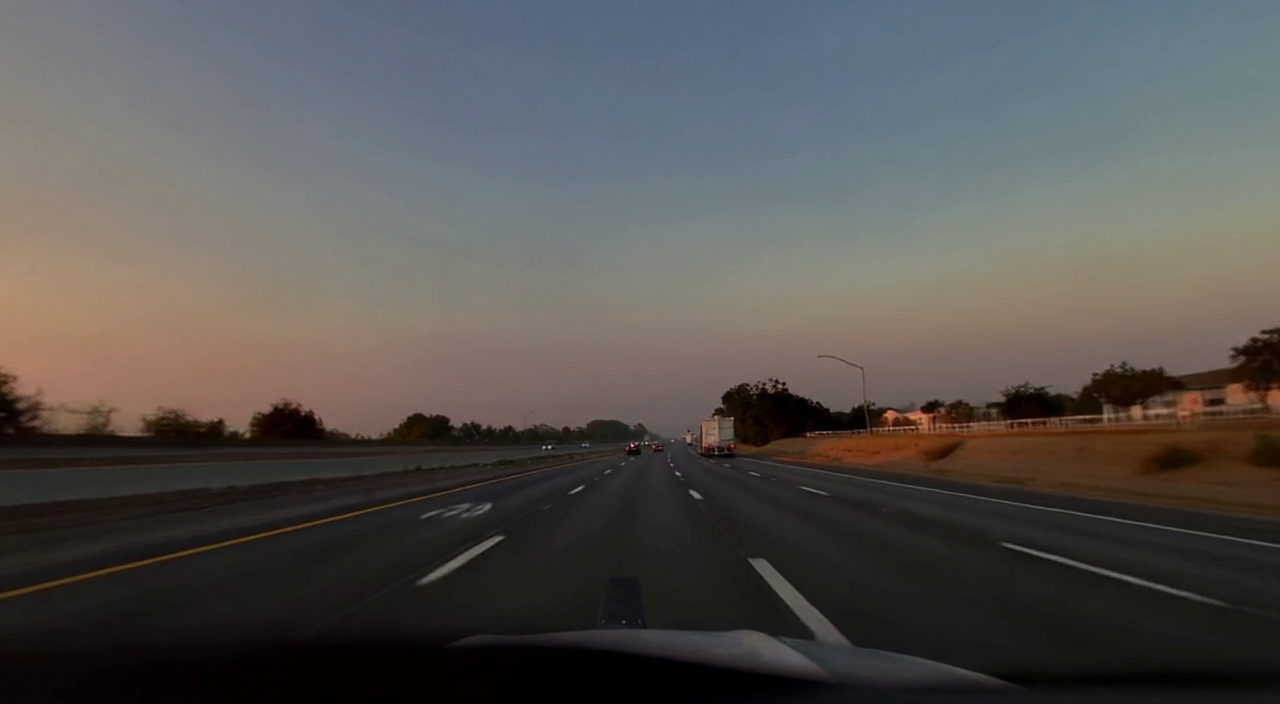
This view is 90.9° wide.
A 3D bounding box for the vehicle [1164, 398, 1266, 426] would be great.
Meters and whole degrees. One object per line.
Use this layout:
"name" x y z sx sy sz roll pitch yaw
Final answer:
"vehicle" 44.371 4.679 48.866 2.205 1.861 5.602 1 -9 -8
